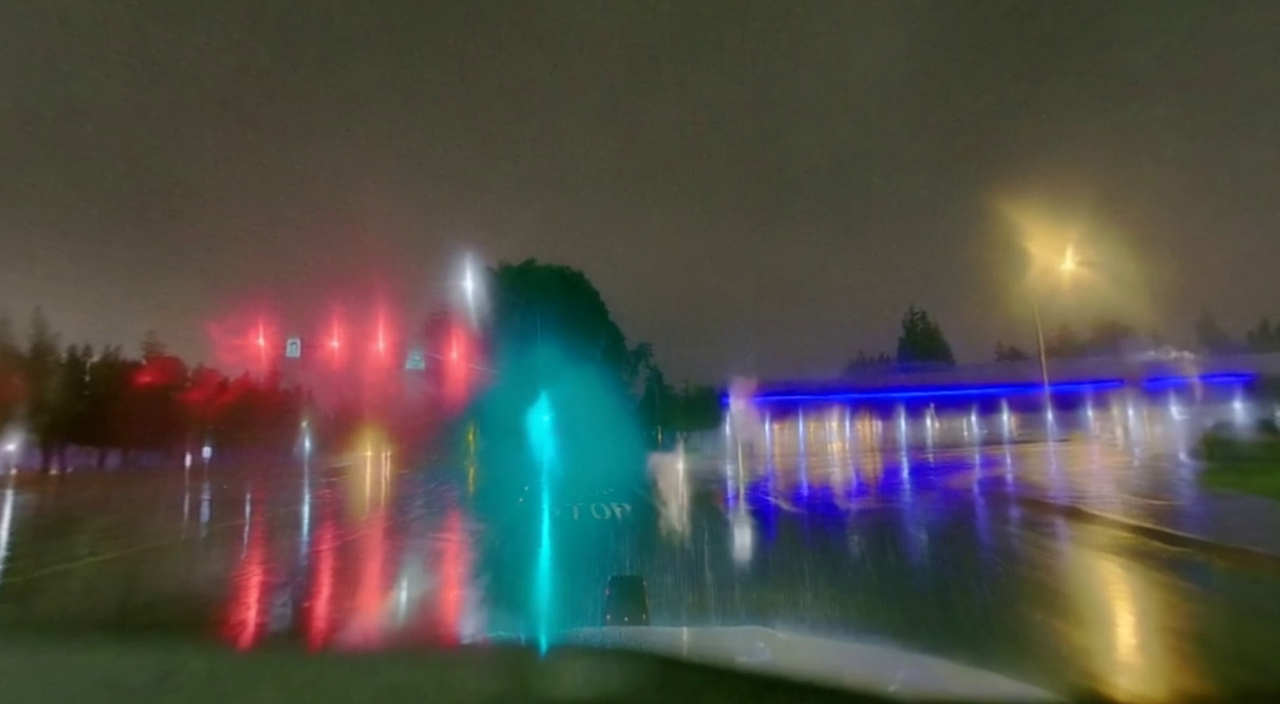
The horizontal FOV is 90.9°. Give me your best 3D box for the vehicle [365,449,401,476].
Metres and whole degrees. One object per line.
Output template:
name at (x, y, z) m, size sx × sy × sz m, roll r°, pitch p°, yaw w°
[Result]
vehicle at (-20.364, 8.654, 49.746) m, size 2.336 × 1.923 × 5.570 m, roll 4°, pitch -9°, yaw -24°
